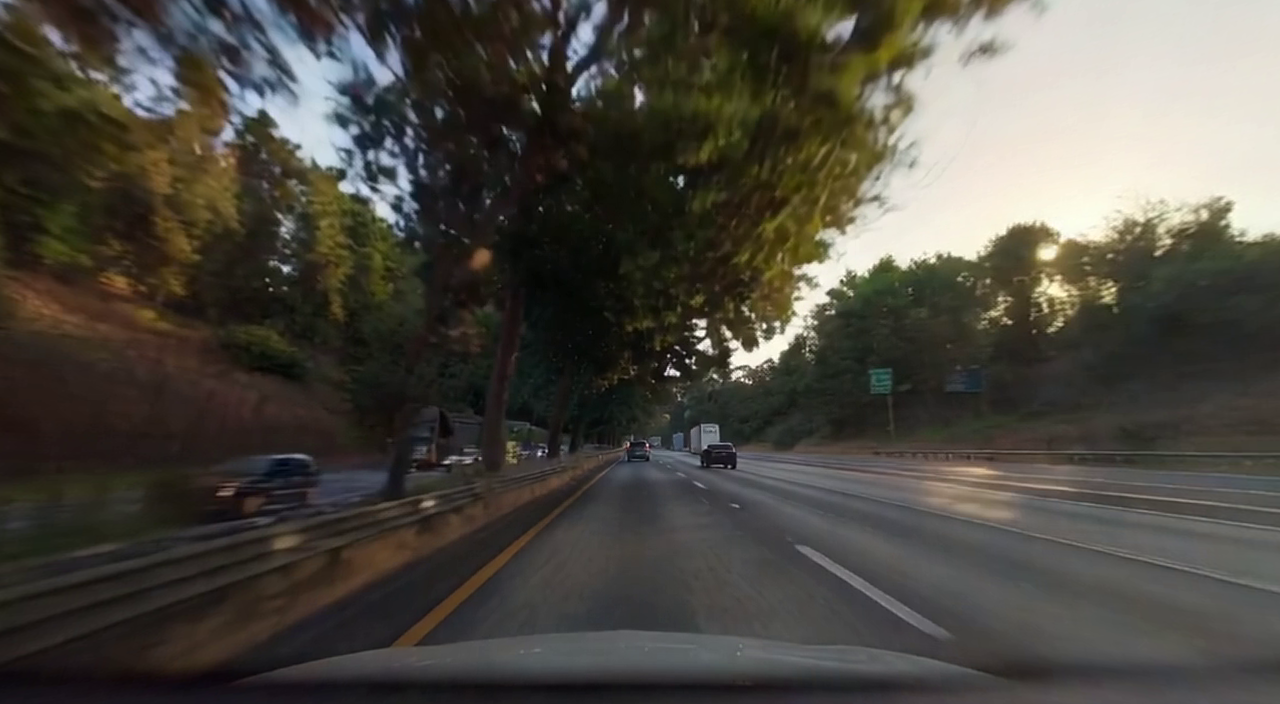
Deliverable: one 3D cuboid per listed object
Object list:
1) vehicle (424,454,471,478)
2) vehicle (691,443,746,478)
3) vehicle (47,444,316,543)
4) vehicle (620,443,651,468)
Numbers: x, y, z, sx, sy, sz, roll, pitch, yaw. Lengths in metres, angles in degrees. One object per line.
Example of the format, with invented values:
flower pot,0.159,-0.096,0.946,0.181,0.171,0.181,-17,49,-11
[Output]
vehicle,-12.573,7.452,41.267,1.827,1.492,3.878,0,-9,0
vehicle,3.704,5.220,30.424,2.025,1.534,4.179,0,-9,-1
vehicle,-8.723,2.680,12.643,1.945,1.578,4.576,0,-9,0
vehicle,-0.345,7.351,44.820,2.114,1.706,4.106,0,-9,-1
